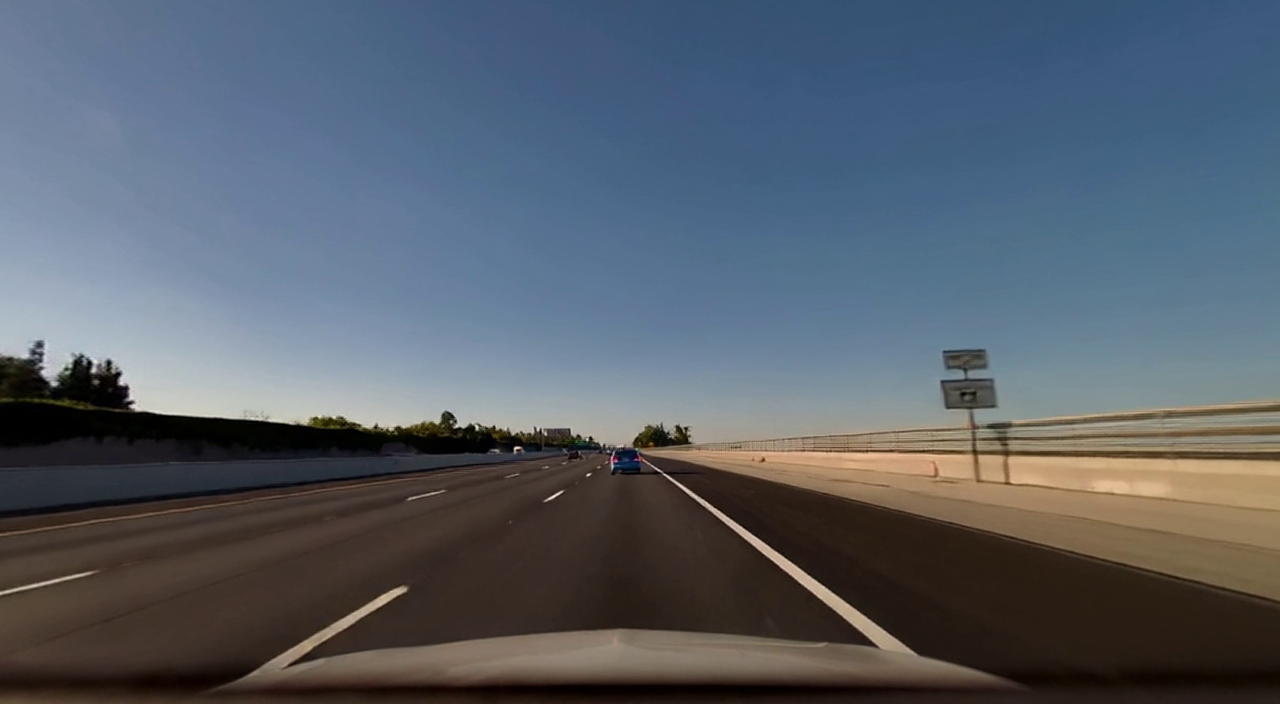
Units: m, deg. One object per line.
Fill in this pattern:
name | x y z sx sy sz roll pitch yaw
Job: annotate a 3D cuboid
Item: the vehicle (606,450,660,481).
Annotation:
vehicle | -0.388 5.455 30.434 2.398 1.336 5.698 0 -9 -2
